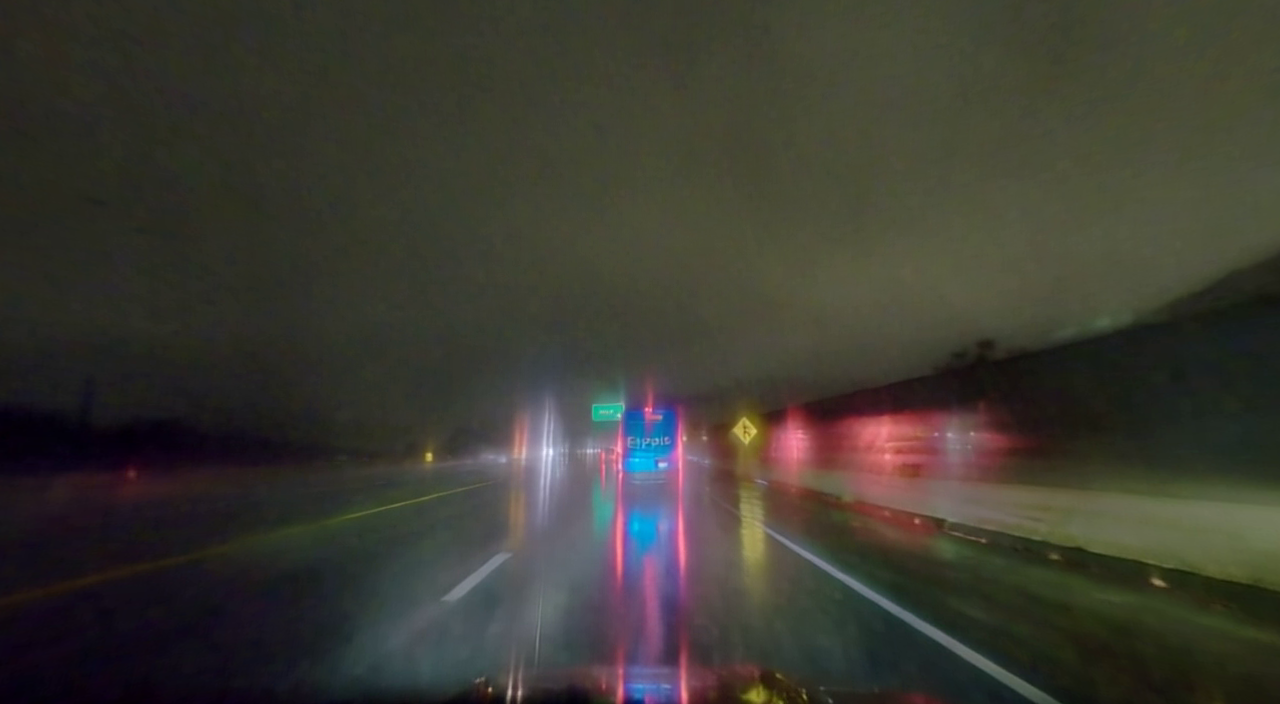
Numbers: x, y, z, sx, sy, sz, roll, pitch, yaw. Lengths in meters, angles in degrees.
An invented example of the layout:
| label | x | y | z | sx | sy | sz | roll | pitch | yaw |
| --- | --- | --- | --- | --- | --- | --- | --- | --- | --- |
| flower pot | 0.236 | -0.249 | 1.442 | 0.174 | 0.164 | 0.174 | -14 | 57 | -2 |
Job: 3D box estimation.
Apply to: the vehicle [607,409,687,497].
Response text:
| label | x | y | z | sx | sy | sz | roll | pitch | yaw |
| --- | --- | --- | --- | --- | --- | --- | --- | --- | --- |
| vehicle | 0.118 | 3.371 | 21.206 | 2.332 | 2.558 | 5.314 | 0 | -9 | -2 |

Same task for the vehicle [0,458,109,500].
| label | x | y | z | sx | sy | sz | roll | pitch | yaw |
| --- | --- | --- | --- | --- | --- | --- | --- | --- | --- |
| vehicle | -23.771 | 4.982 | 25.087 | 1.864 | 1.470 | 3.888 | 0 | -9 | -1 |
